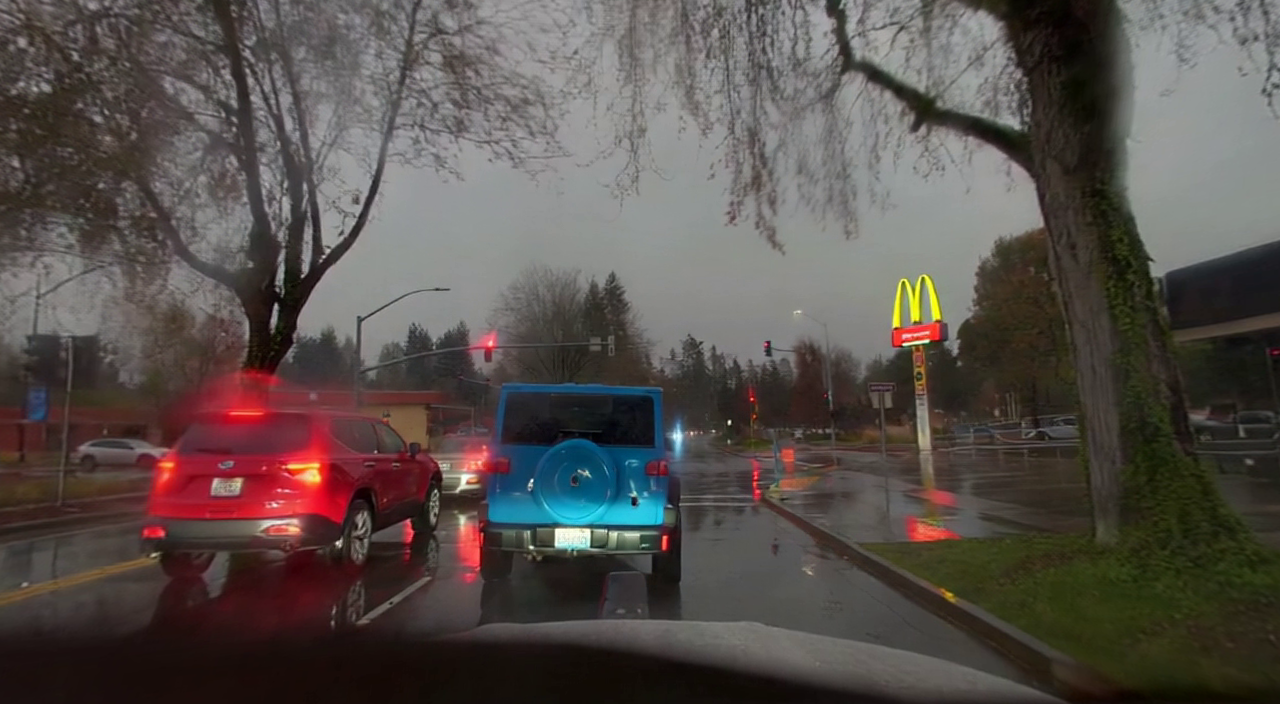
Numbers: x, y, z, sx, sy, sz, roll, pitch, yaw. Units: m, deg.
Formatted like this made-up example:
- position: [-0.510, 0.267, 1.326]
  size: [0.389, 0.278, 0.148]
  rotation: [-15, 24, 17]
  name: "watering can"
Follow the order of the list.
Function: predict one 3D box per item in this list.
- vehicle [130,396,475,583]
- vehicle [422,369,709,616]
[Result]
- position: [-3.909, 1.680, 8.511]
  size: [2.130, 1.819, 4.497]
  rotation: [0, -8, 0]
  name: "vehicle"
- position: [-0.617, 1.437, 7.348]
  size: [2.224, 1.923, 4.643]
  rotation: [0, -8, -1]
  name: "vehicle"
